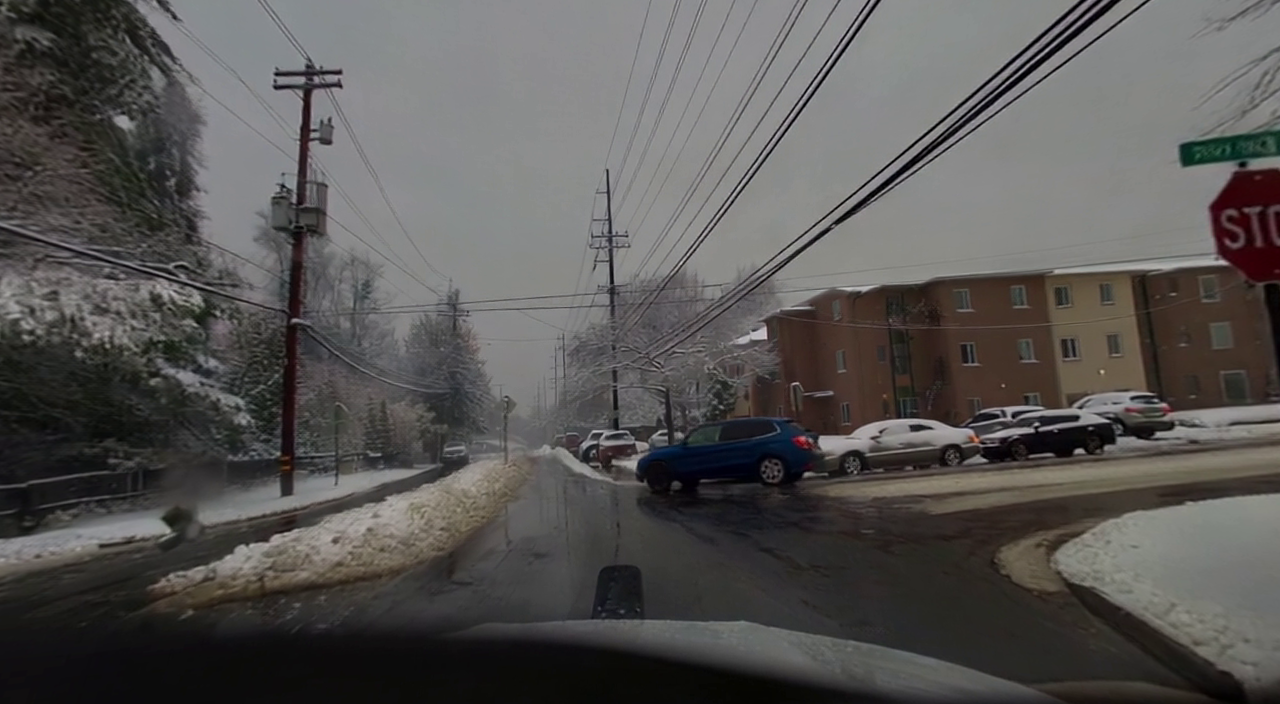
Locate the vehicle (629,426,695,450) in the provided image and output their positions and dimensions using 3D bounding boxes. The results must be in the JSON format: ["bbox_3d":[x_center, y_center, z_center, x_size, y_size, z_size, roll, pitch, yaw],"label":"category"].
[{"bbox_3d":[1.562,6.282,45.920,4.424,1.645,1.820,2,-9,-13],"label":"vehicle"}]

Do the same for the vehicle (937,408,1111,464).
[{"bbox_3d":[12.893,2.851,21.326,4.830,1.490,1.878,-2,-11,-11],"label":"vehicle"}]

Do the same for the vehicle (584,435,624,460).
[{"bbox_3d":[-2.300,5.933,39.393,1.918,1.475,4.060,2,-9,-12],"label":"vehicle"}]

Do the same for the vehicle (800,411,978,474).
[{"bbox_3d":[7.907,2.917,20.294,4.877,1.755,1.918,0,-11,-10],"label":"vehicle"}]

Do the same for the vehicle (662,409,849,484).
[{"bbox_3d":[3.249,2.648,17.761,4.790,1.872,2.155,-4,-9,22],"label":"vehicle"}]
